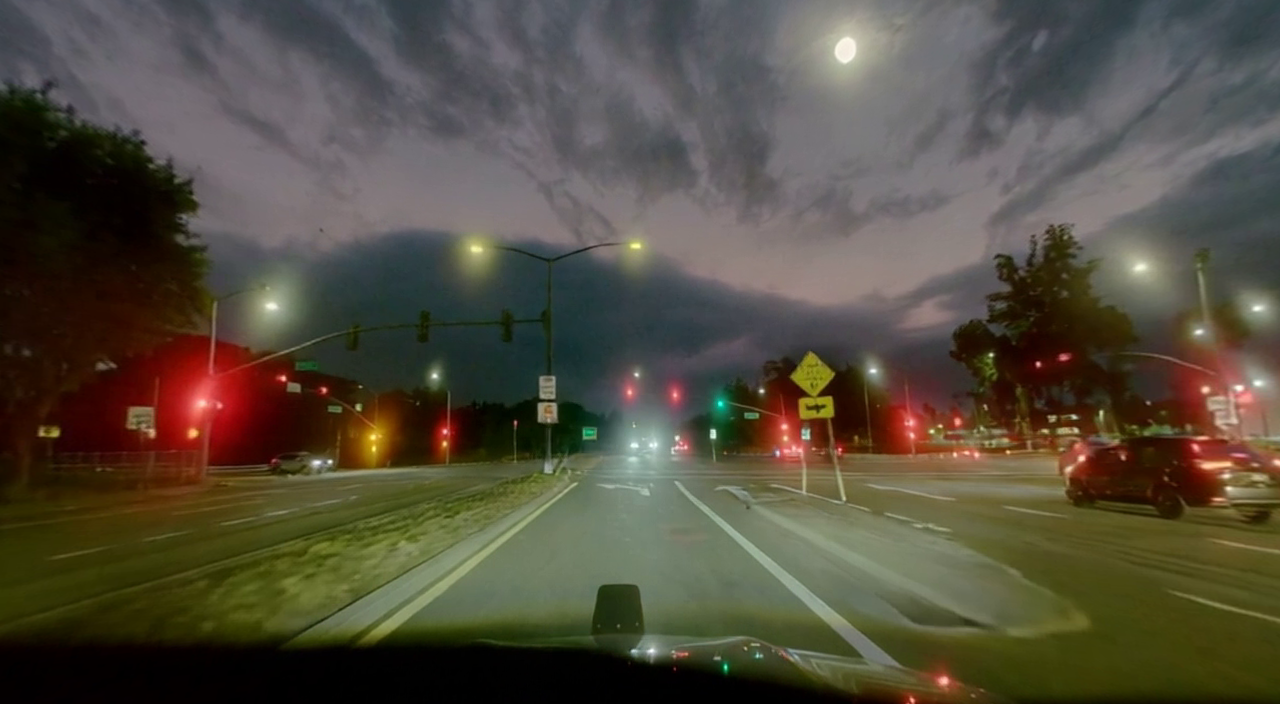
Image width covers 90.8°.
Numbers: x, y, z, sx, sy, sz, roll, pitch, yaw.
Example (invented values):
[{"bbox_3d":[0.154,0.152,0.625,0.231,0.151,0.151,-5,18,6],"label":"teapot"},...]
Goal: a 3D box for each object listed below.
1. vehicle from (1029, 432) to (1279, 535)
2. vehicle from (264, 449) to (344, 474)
[{"bbox_3d":[9.542,2.260,11.548,1.933,1.500,4.458,0,-8,-1],"label":"vehicle"},{"bbox_3d":[-24.946,8.145,47.026,4.706,1.734,2.253,-1,-8,6],"label":"vehicle"}]
